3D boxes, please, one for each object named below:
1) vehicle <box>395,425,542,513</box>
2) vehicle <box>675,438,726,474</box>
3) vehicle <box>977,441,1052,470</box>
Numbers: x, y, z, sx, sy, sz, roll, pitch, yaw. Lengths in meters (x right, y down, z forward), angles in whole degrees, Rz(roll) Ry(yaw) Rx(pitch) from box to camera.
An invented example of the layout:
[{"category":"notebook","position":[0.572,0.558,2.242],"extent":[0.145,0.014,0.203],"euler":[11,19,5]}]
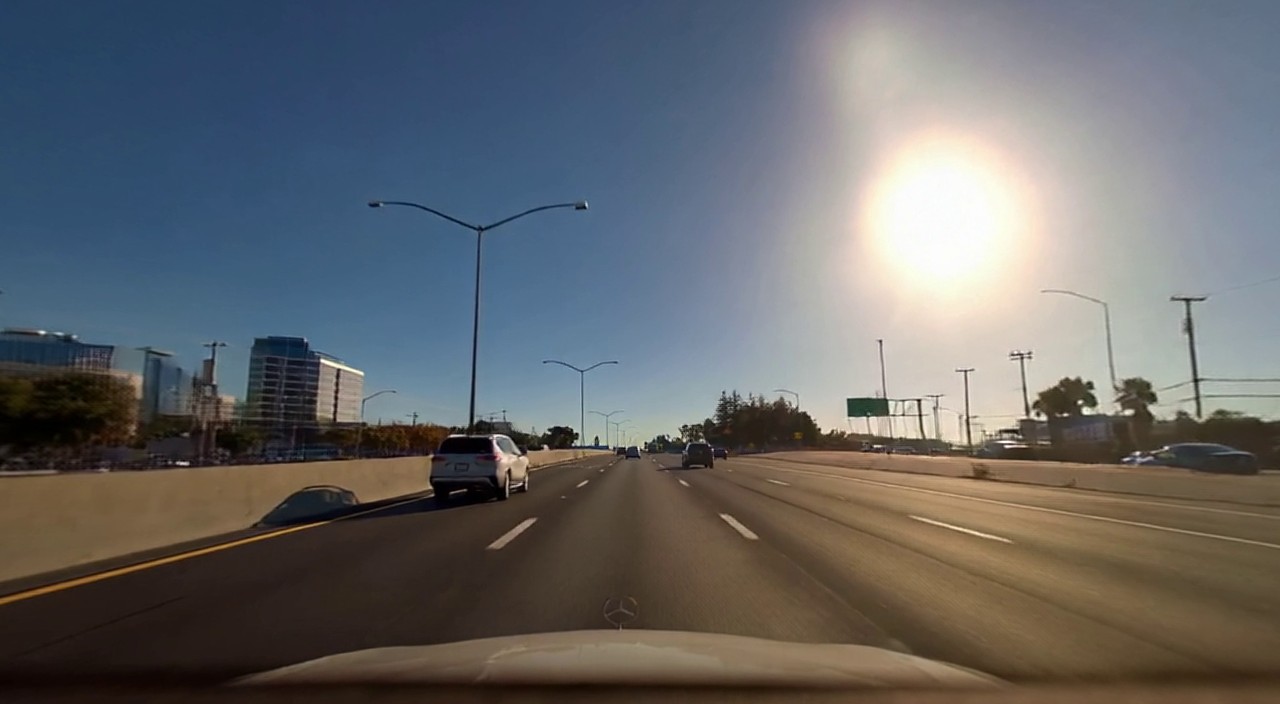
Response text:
[{"category":"vehicle","position":[-3.691,2.620,14.603],"extent":[2.099,1.682,4.590],"euler":[0,-9,0]},{"category":"vehicle","position":[2.890,5.083,31.128],"extent":[1.997,1.638,4.281],"euler":[0,-8,-1]},{"category":"vehicle","position":[24.331,6.716,41.294],"extent":[2.070,1.782,5.006],"euler":[-1,-9,4]}]
